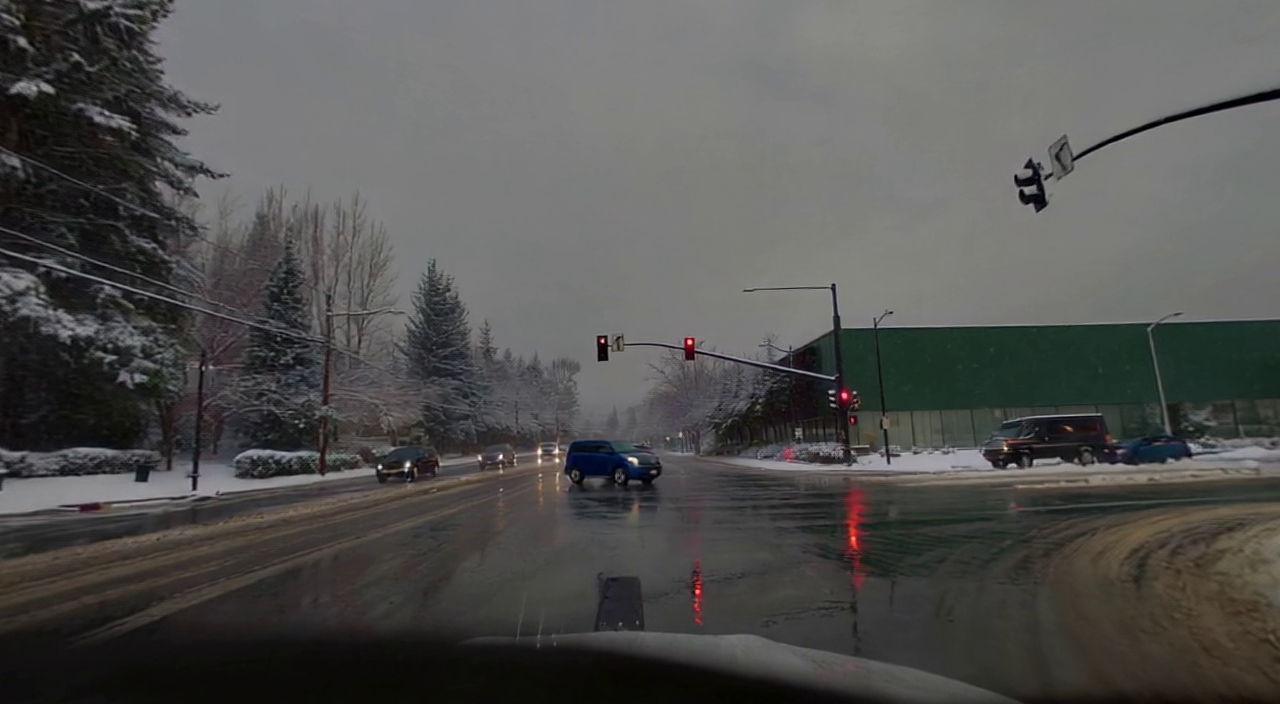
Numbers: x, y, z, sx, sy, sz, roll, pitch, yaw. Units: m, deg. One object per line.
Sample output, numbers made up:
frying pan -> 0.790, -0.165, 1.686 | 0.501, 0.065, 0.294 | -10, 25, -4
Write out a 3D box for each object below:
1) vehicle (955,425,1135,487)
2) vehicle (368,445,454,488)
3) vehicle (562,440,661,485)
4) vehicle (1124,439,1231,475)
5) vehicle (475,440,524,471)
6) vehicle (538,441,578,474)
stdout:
vehicle -> 14.813, 3.778, 23.134 | 5.910, 2.046, 2.228 | 3, -9, -20
vehicle -> -8.459, 4.236, 23.769 | 1.779, 1.460, 4.463 | 0, -9, -4
vehicle -> -1.194, 4.076, 23.634 | 1.935, 1.464, 4.562 | 4, -10, -27
vehicle -> 26.600, 5.162, 31.285 | 4.537, 1.665, 2.049 | 3, -9, -22
vehicle -> -8.540, 6.326, 38.775 | 2.087, 1.718, 4.700 | 0, -9, -2
vehicle -> -4.404, 5.680, 34.373 | 1.975, 1.642, 4.846 | 1, -9, -6
